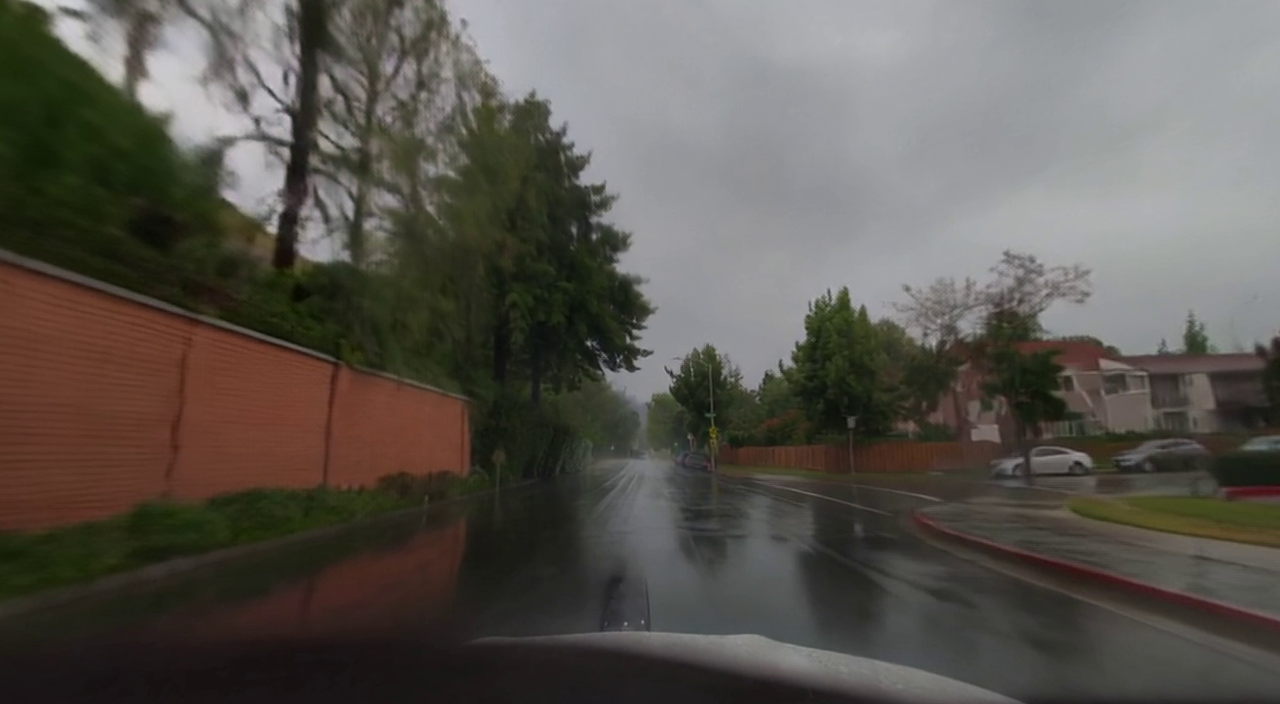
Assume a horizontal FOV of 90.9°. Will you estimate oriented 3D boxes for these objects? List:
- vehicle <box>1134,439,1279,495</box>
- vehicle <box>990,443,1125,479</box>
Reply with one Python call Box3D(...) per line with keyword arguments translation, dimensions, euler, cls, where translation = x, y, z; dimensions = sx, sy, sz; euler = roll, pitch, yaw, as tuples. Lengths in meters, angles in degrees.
Box3D(translation=(17.764, 3.456, 19.268), dimensions=(2.149, 1.478, 4.695), euler=(-3, -10, 11), cls="vehicle")
Box3D(translation=(19.041, 5.014, 28.896), dimensions=(4.697, 1.502, 2.124), euler=(2, -10, -4), cls="vehicle")
